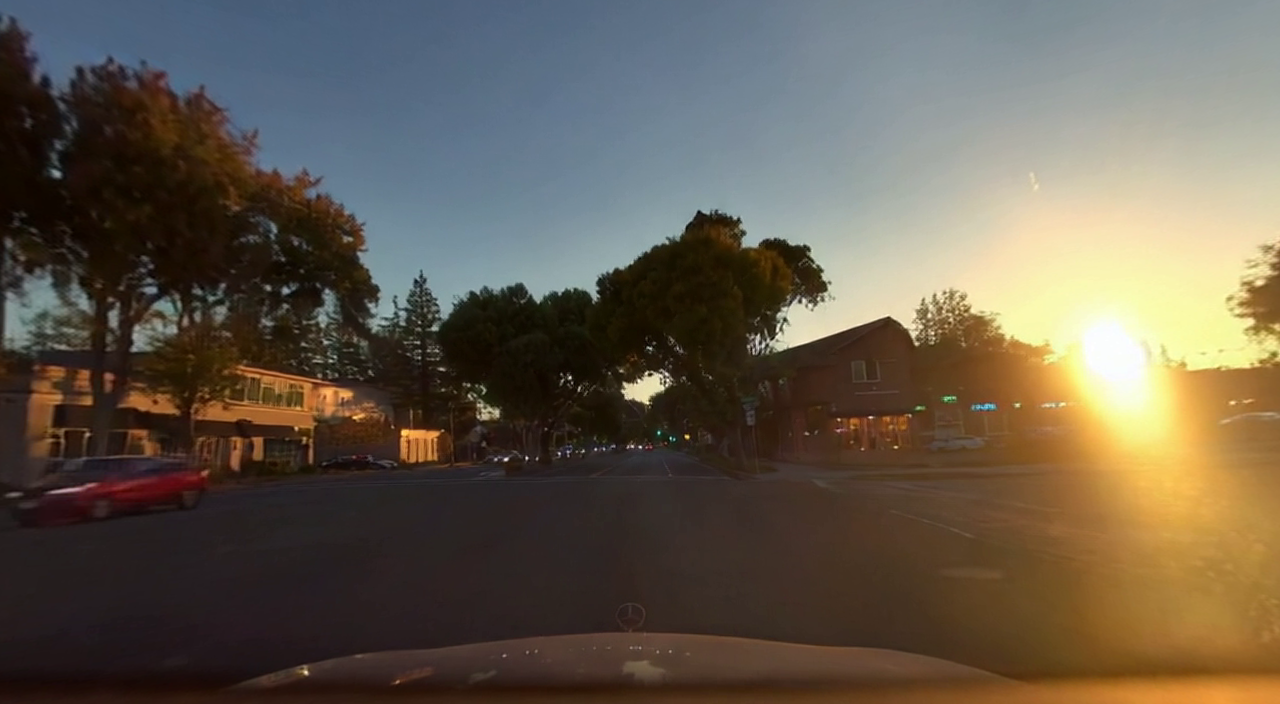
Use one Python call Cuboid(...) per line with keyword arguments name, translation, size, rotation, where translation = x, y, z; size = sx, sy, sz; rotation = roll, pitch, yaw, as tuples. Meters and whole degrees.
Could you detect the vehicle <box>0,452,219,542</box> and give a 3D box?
Cuboid(name="vehicle", translation=(-11.725, 2.990, 13.628), size=(2.033, 1.497, 4.567), rotation=(-2, -8, 1))
